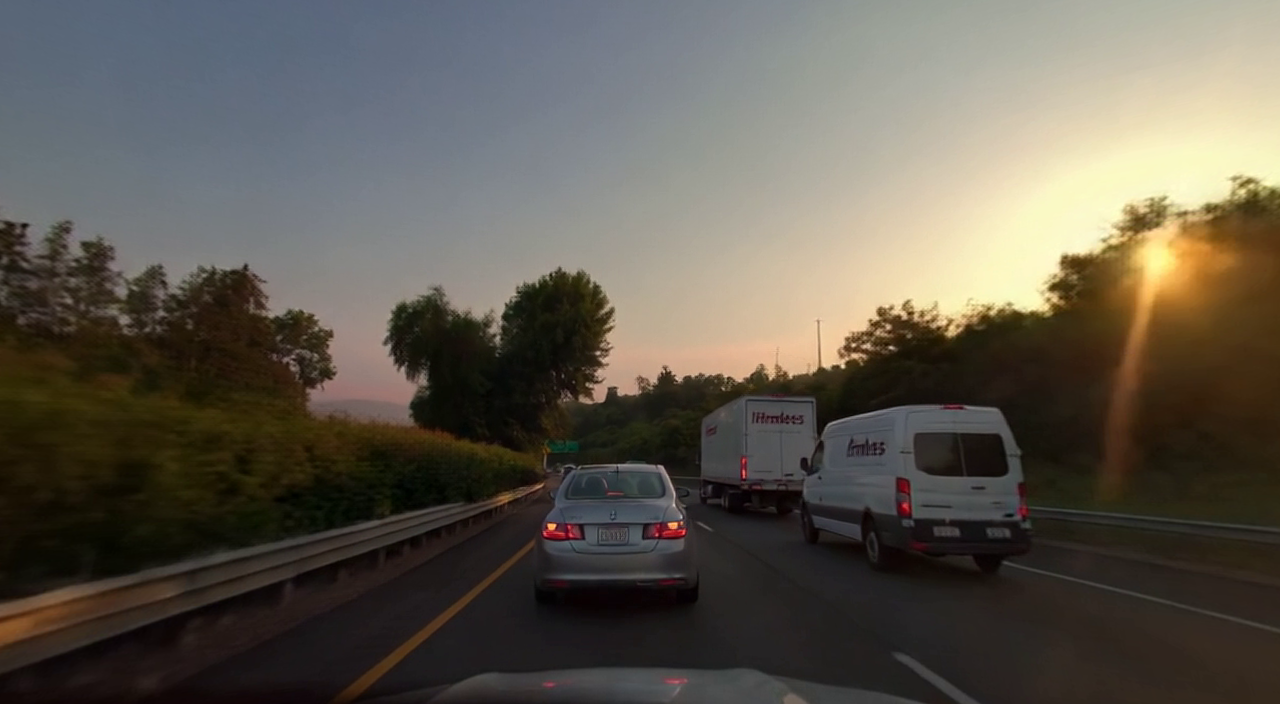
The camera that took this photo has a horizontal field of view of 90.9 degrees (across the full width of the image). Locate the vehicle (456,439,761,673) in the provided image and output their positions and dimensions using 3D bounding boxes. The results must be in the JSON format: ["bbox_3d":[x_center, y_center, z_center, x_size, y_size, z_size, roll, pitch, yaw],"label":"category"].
[{"bbox_3d":[-0.245,1.660,5.897,1.980,1.493,3.410,1,-11,-2],"label":"vehicle"}]

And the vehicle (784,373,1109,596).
[{"bbox_3d":[4.130,2.005,9.982,2.328,2.537,5.290,1,-11,-1],"label":"vehicle"}]
